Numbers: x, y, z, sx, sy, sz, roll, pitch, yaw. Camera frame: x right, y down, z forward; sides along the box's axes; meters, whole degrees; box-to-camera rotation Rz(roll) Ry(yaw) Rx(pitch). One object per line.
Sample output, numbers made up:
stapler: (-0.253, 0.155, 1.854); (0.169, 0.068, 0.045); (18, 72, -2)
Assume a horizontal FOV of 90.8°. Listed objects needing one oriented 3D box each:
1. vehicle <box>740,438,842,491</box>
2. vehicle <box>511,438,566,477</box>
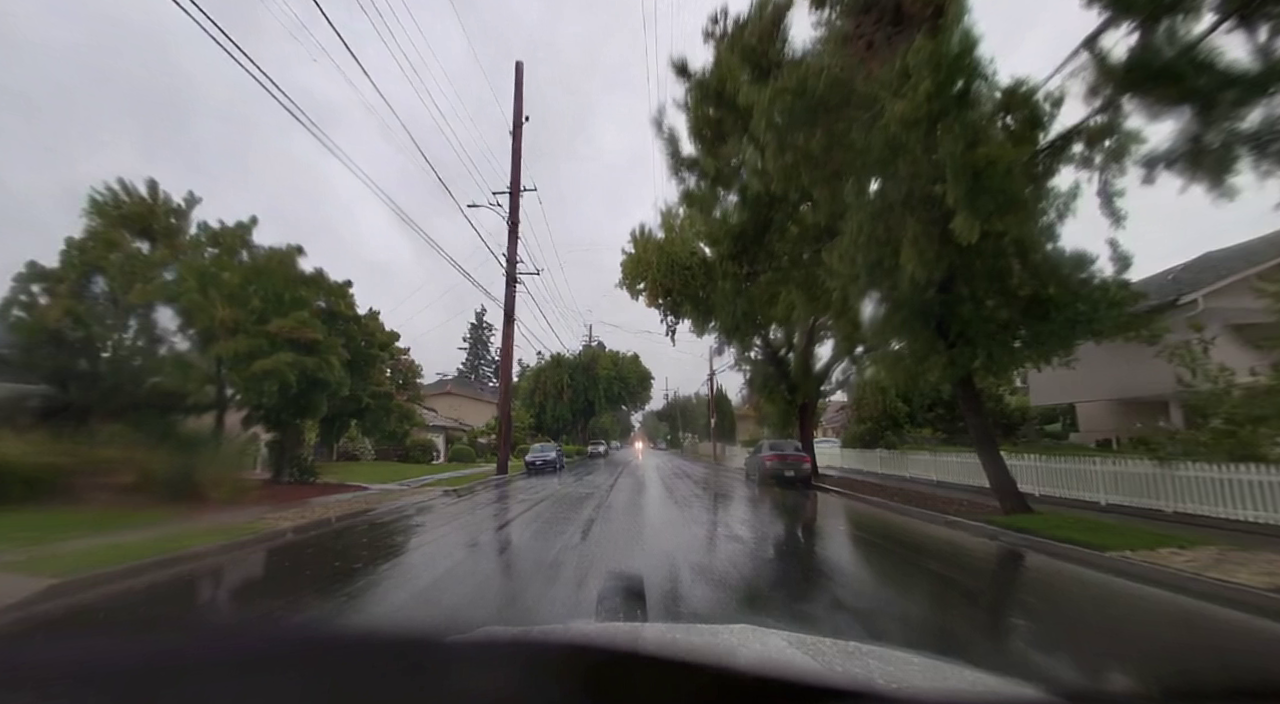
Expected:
vehicle: (4.806, 3.638, 20.823); (2.170, 1.549, 4.178); (0, -8, -2)
vehicle: (-5.069, 5.284, 32.096); (1.970, 1.666, 4.223); (-3, -7, 1)
